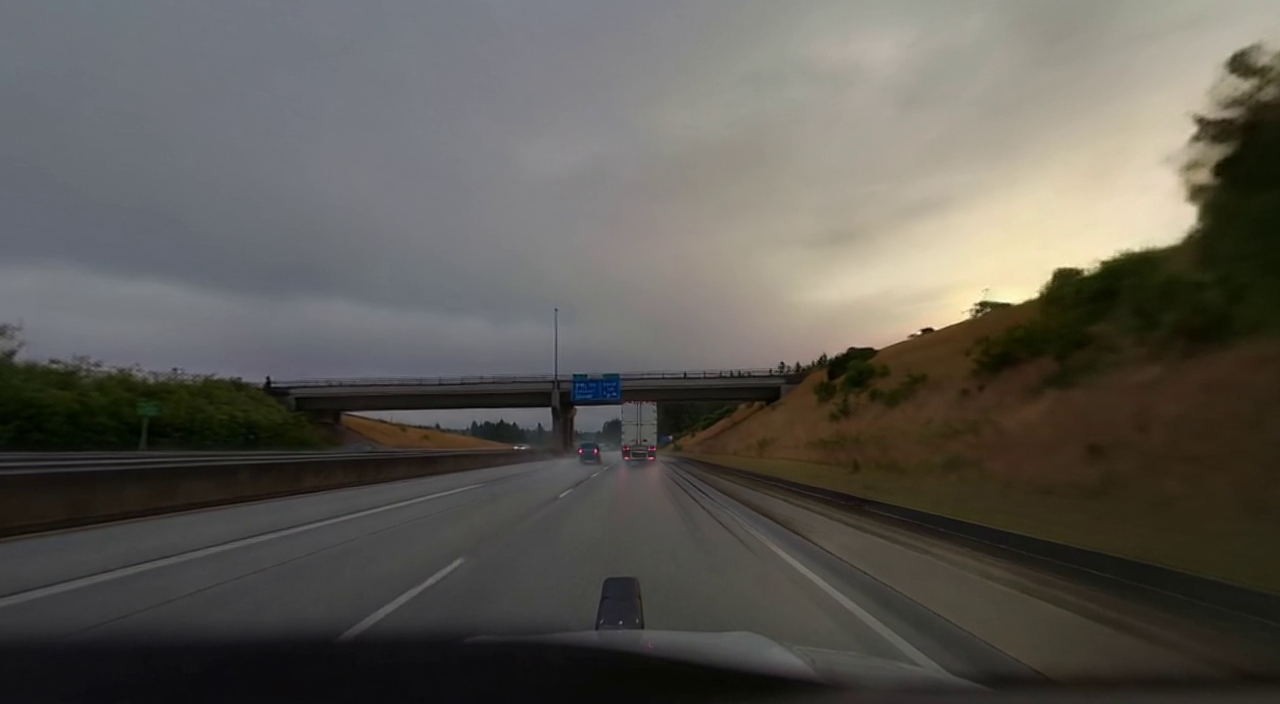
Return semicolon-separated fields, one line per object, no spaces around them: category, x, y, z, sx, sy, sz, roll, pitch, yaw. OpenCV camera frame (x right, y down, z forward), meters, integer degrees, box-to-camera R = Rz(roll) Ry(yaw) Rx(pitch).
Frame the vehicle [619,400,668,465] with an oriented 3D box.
vehicle;0.145;5.968;45.392;3.033;3.985;12.383;0;-9;0
